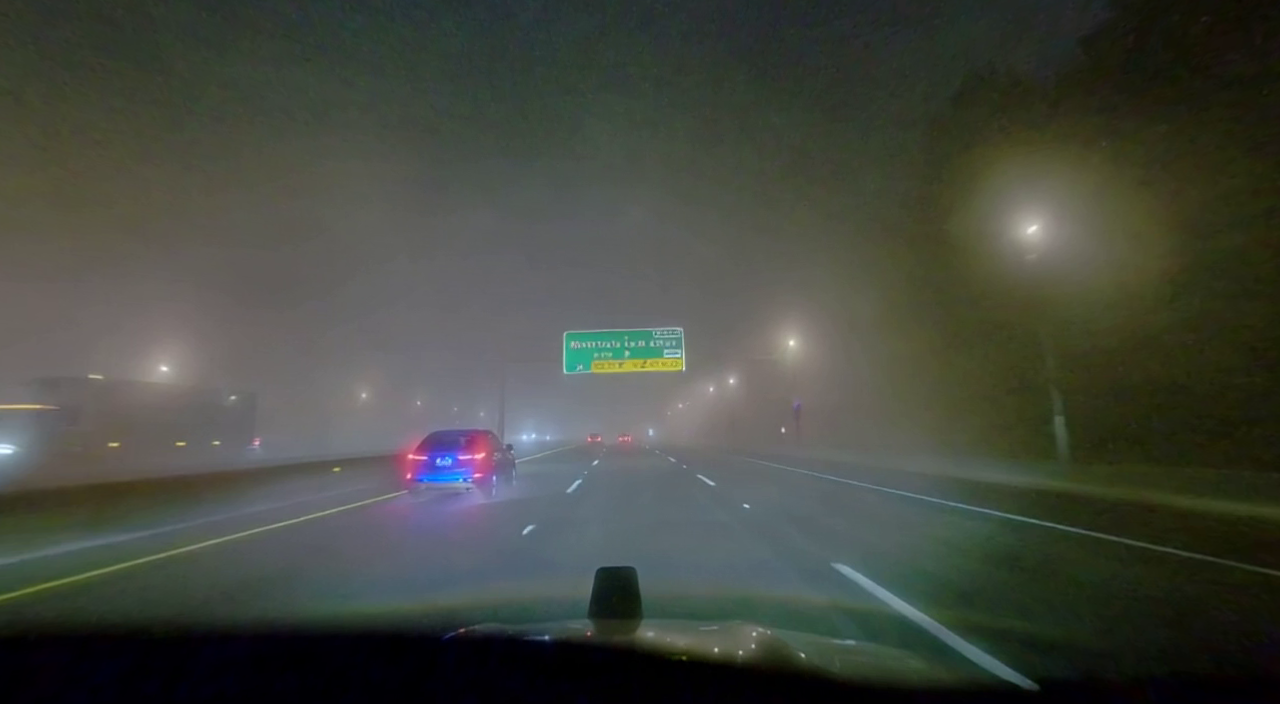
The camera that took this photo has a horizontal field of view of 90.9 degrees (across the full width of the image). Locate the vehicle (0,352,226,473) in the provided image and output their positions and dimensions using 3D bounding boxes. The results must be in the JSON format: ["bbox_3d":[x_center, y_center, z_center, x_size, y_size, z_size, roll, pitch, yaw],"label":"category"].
[{"bbox_3d":[-22.423,2.707,25.925,2.964,3.896,12.144,0,-8,-2],"label":"vehicle"}]

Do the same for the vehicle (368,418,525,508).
[{"bbox_3d":[-3.847,2.267,13.407,2.062,1.591,4.156,0,-8,-1],"label":"vehicle"}]
